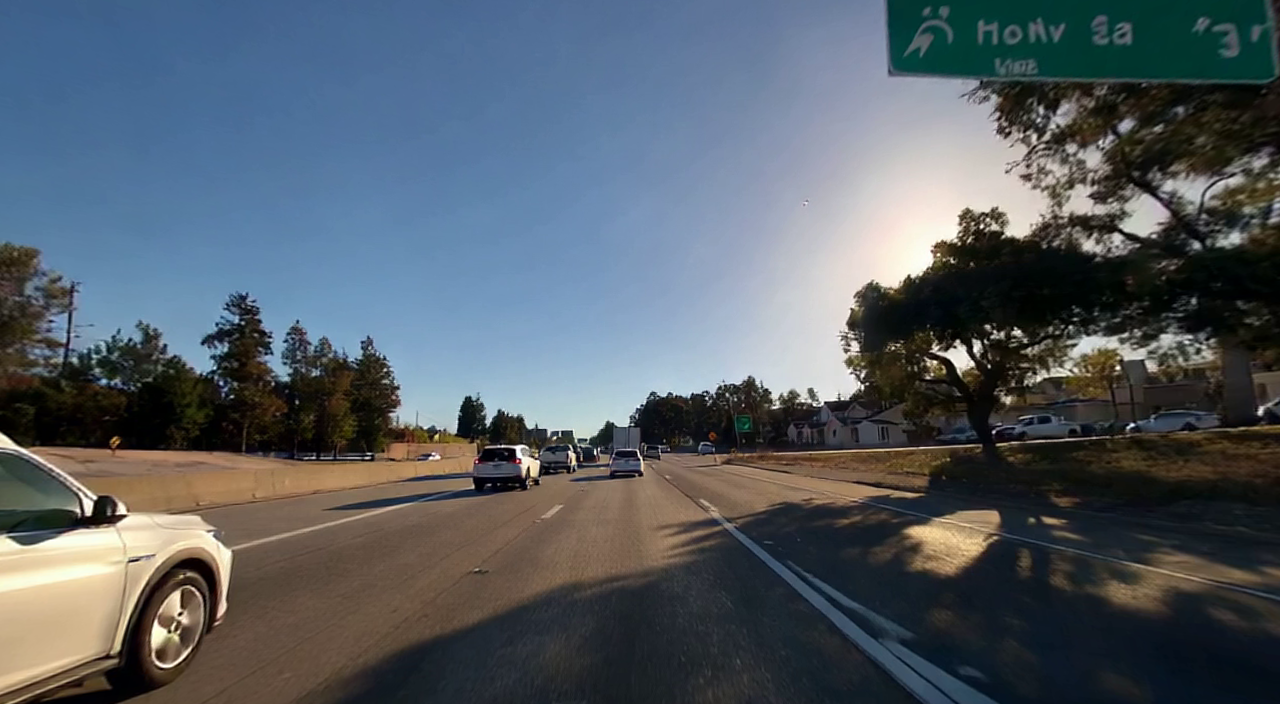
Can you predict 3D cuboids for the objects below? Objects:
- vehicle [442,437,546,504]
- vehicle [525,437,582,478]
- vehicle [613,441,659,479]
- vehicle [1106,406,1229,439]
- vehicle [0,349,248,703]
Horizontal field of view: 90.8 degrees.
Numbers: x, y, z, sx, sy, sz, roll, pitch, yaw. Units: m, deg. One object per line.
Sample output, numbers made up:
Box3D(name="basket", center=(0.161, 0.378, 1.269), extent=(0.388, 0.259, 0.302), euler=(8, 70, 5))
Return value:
Box3D(name="vehicle", center=(-3.962, 3.279, 17.914), extent=(1.988, 1.668, 4.021), euler=(0, -9, 0))
Box3D(name="vehicle", center=(-4.399, 5.490, 33.085), extent=(2.301, 1.944, 5.482), euler=(0, -9, -1))
Box3D(name="vehicle", center=(-0.232, 5.212, 30.847), extent=(2.063, 1.703, 4.203), euler=(0, -9, -1))
Box3D(name="vehicle", center=(26.300, 3.600, 31.653), extent=(1.894, 1.458, 4.268), euler=(6, -10, -33))
Box3D(name="vehicle", center=(-3.524, 0.741, 1.728), extent=(2.027, 1.713, 4.490), euler=(0, -9, -1))
